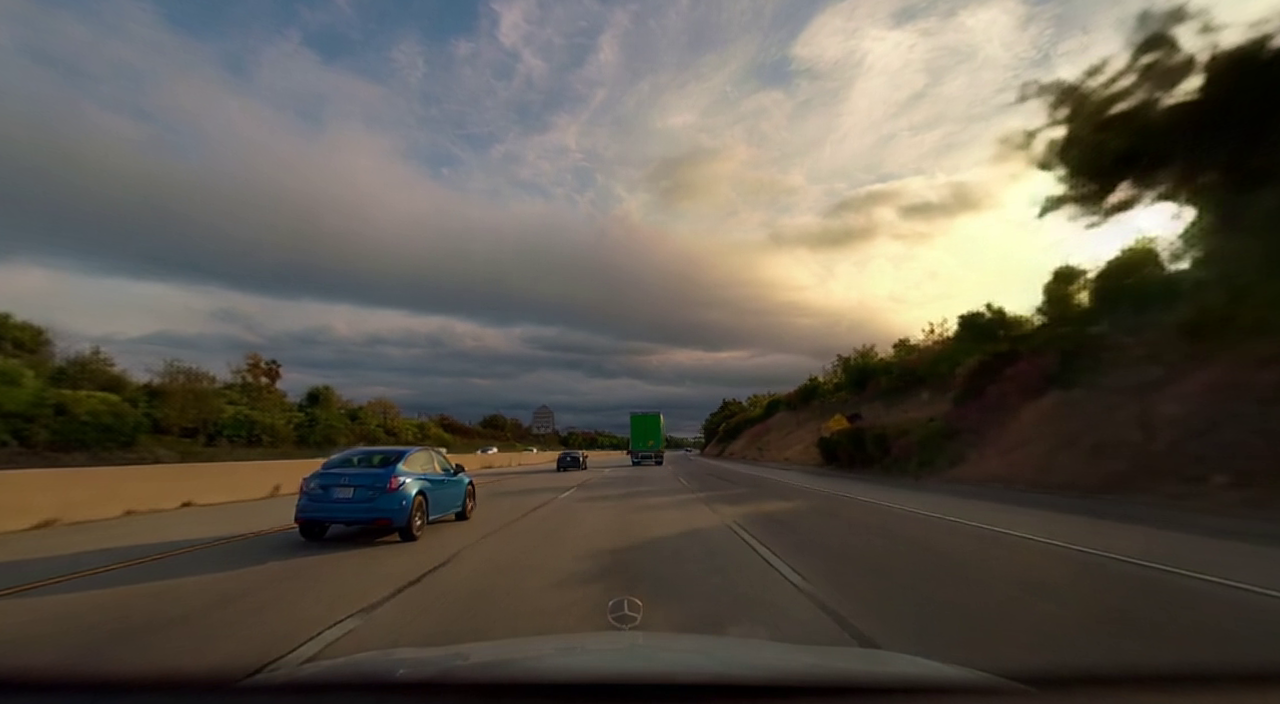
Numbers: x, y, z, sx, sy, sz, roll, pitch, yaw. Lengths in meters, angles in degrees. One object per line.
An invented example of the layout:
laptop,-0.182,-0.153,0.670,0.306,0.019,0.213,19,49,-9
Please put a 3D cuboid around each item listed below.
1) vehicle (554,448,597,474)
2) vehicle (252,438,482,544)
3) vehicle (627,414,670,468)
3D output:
vehicle,-3.731,6.362,37.040,1.981,1.435,4.199,0,-9,1
vehicle,-4.366,2.286,11.031,2.010,1.461,4.391,0,-9,1
vehicle,0.551,6.738,47.213,2.893,3.628,9.081,0,-9,0
